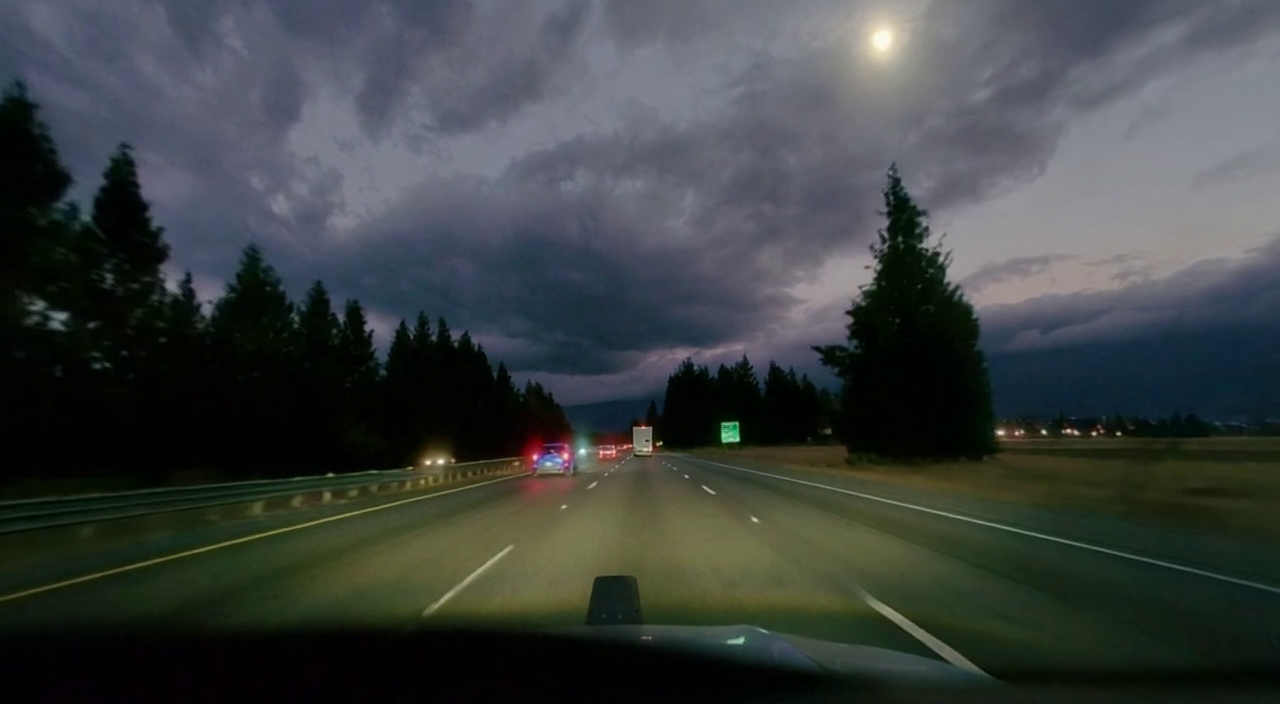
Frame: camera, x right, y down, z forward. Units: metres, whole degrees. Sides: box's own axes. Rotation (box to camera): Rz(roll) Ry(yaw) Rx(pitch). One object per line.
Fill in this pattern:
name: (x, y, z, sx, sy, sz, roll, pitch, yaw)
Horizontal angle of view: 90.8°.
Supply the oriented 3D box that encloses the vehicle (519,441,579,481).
vehicle: (-3.820, 4.658, 27.099, 2.018, 1.548, 3.849, 0, -9, 0)
